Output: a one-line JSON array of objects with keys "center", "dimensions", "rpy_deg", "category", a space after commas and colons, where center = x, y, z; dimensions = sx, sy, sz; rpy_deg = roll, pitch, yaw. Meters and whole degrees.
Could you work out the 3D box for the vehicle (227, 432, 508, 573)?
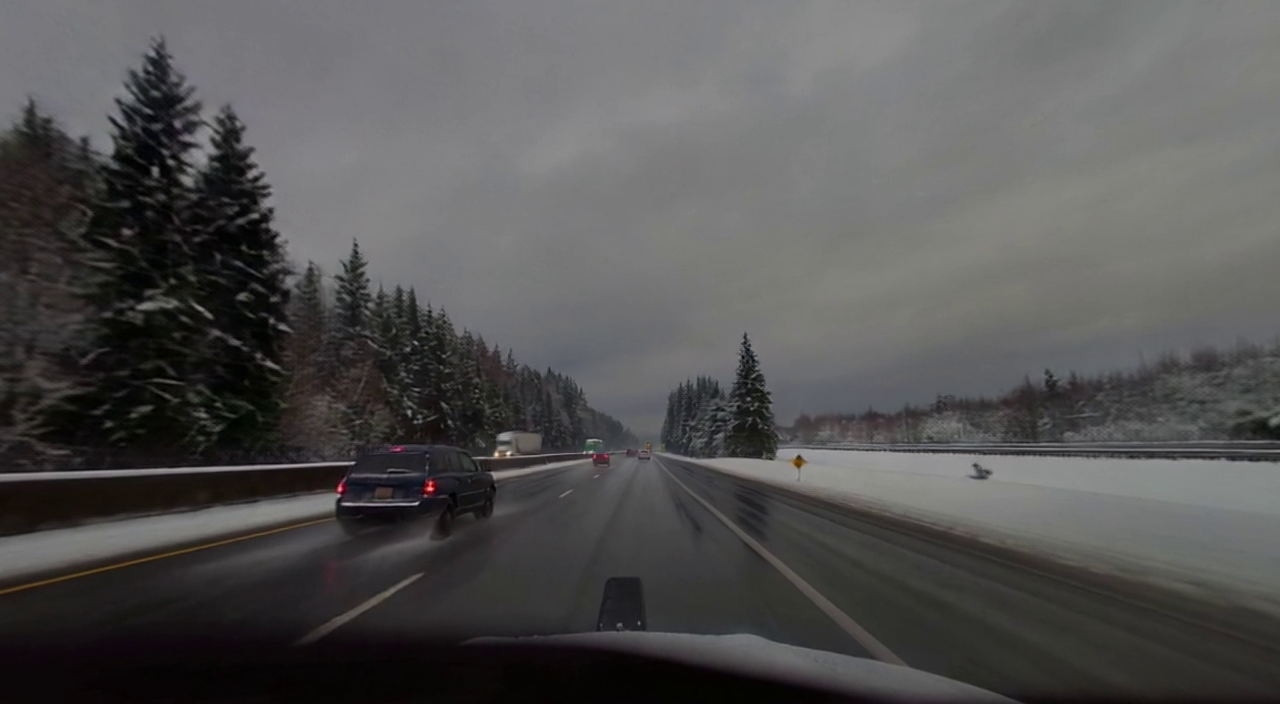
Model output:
[{"center": [-3.446, 2.001, 9.198], "dimensions": [1.969, 1.505, 4.636], "rpy_deg": [0, -9, 1], "category": "vehicle"}]
